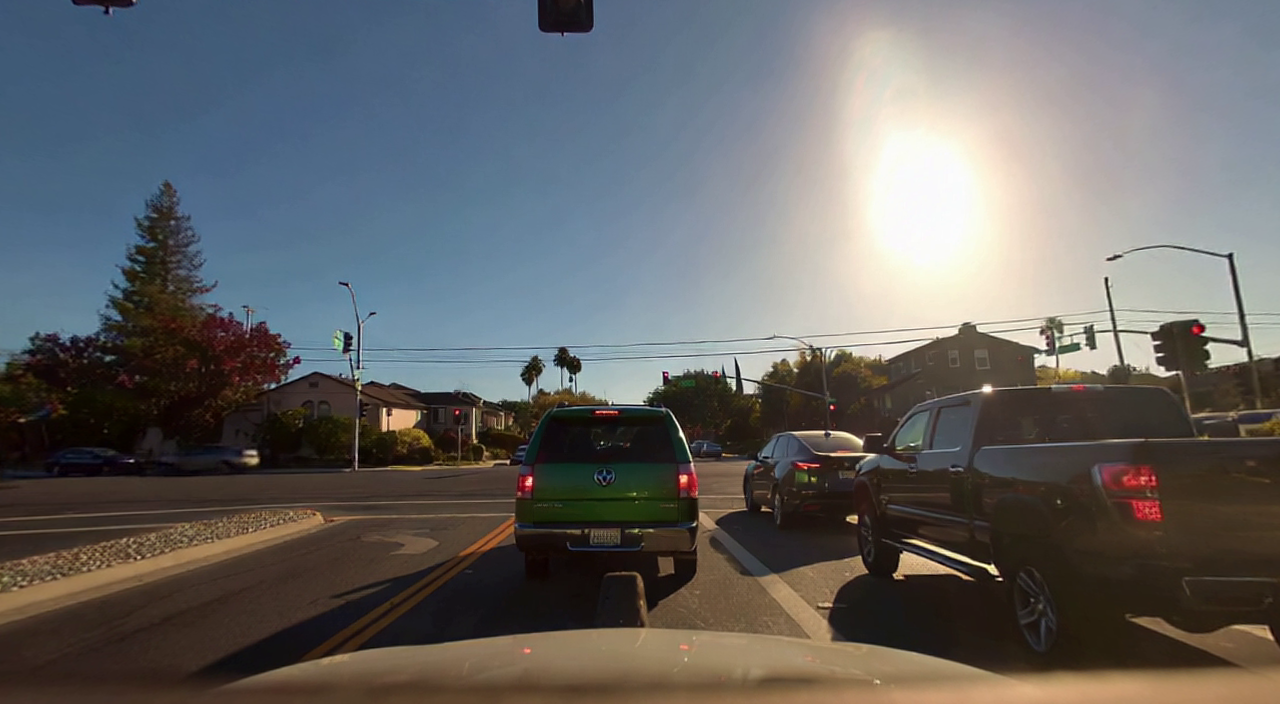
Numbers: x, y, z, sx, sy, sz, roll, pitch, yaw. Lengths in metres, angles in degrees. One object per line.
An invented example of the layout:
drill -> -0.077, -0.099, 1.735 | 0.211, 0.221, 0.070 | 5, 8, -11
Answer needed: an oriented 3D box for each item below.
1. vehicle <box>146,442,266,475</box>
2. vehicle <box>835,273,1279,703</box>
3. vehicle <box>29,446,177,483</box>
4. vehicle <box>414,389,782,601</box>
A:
vehicle -> -21.059, 5.167, 30.820 | 4.404, 1.534, 1.704 | 1, -8, -9
vehicle -> 2.976, 0.947, 3.869 | 1.886, 1.849, 5.070 | 0, -8, -1
vehicle -> -22.867, 4.786, 27.075 | 4.533, 1.350, 1.714 | 0, -7, -9
vehicle -> -0.285, 1.396, 6.681 | 3.379, 1.780, 1.915 | -2, -8, 11
